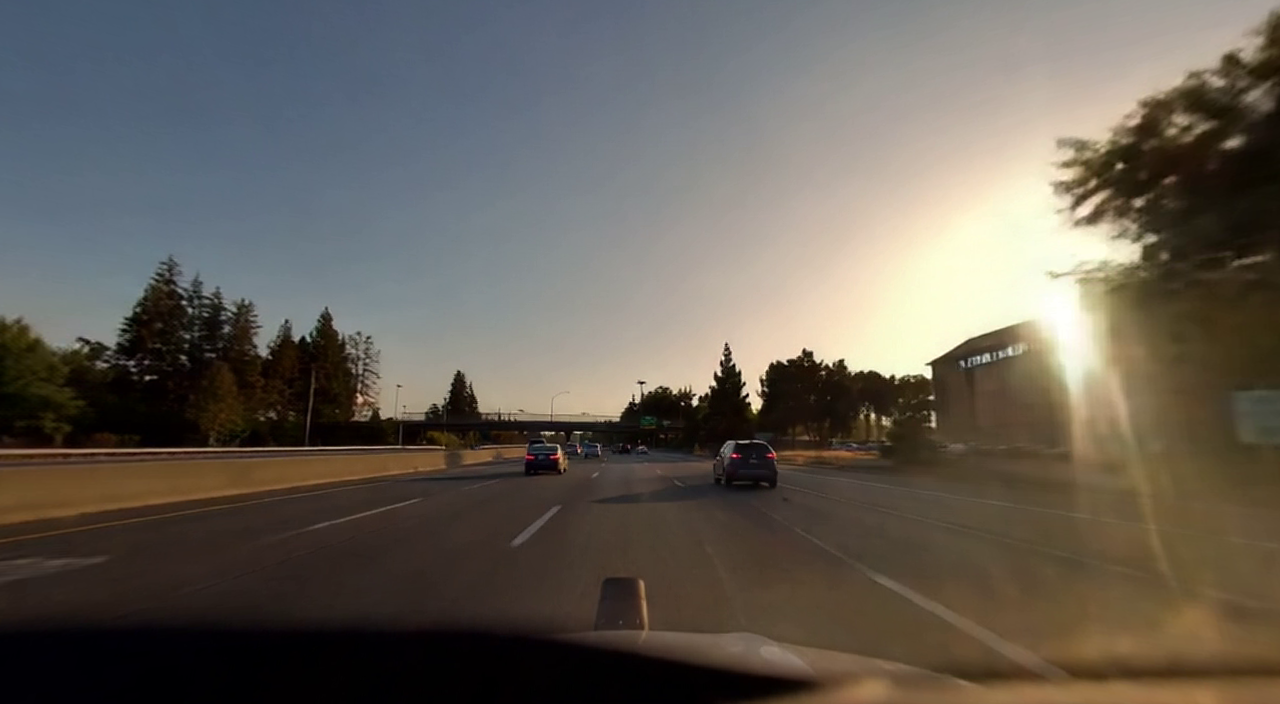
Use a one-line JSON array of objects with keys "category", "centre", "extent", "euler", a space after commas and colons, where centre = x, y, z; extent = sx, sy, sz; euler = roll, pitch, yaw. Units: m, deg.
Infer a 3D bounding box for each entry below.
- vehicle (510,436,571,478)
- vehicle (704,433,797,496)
[{"category": "vehicle", "centre": [-4.590, 4.922, 29.900], "extent": [2.176, 1.779, 4.755], "euler": [0, -8, 0]}, {"category": "vehicle", "centre": [3.218, 3.372, 19.336], "extent": [1.997, 1.686, 4.247], "euler": [0, -8, -1]}]
